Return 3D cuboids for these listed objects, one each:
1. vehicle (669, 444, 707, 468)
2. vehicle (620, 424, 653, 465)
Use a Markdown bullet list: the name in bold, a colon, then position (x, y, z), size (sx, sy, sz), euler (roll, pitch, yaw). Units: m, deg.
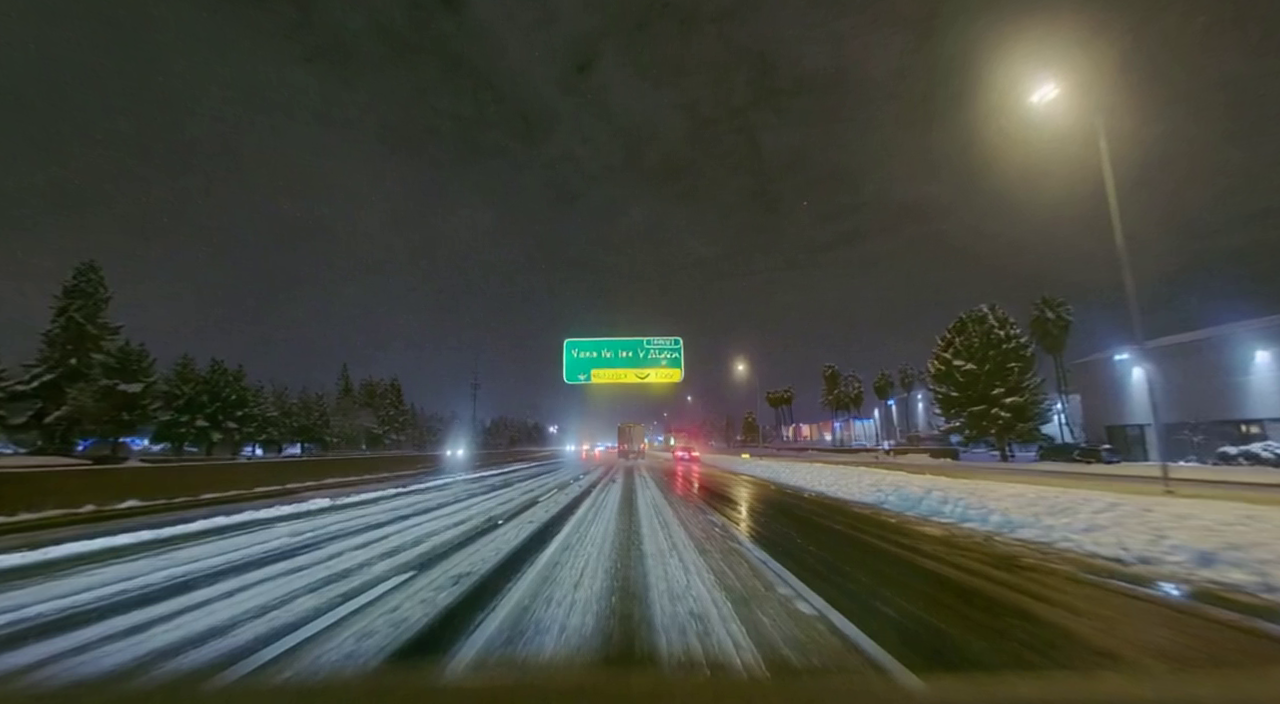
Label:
- **vehicle**: position (3.070, 6.716, 40.977), size (2.049, 1.485, 4.106), euler (0, -8, -1)
- **vehicle**: position (-0.315, 7.193, 49.106), size (2.364, 2.953, 6.495), euler (0, -8, -1)
